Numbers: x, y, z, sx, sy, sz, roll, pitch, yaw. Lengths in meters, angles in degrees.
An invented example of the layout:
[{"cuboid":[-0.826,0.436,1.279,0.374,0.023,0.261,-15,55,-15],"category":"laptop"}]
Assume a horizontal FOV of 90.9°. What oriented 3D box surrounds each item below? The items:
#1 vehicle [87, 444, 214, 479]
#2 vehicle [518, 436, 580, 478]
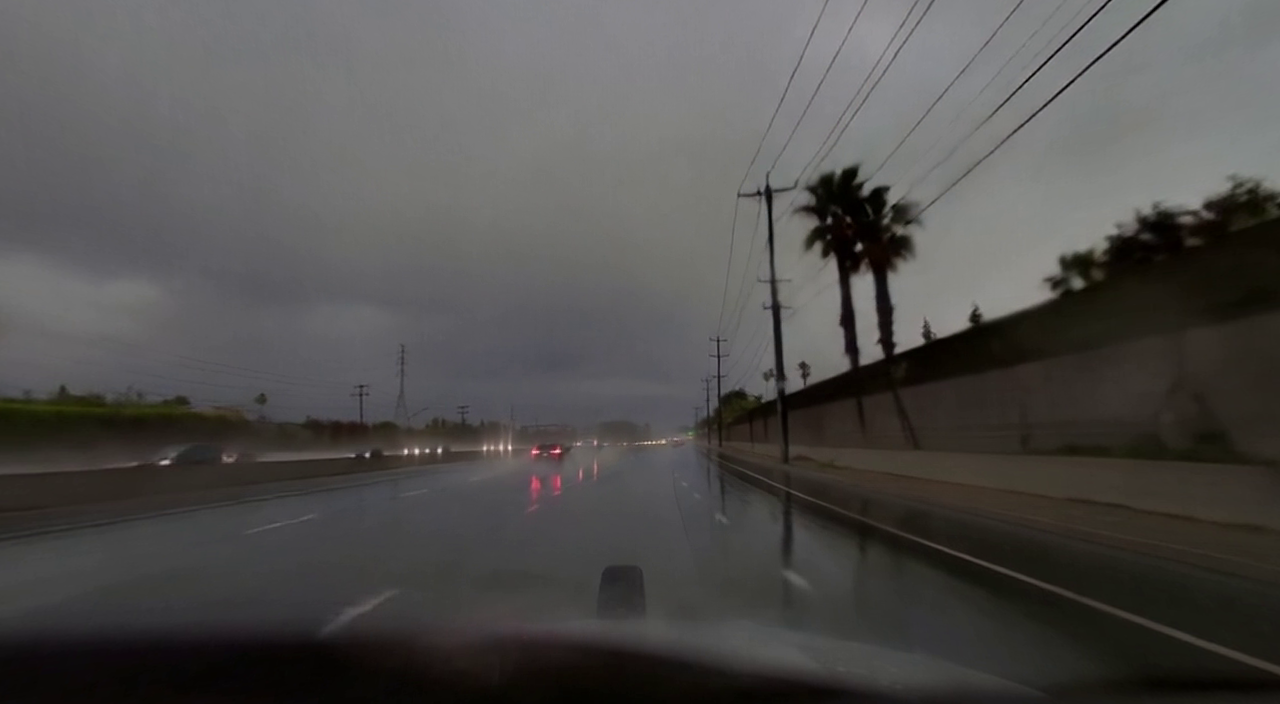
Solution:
[{"cuboid":[-24.972,5.560,32.536,2.088,1.637,5.652,0,-8,-1],"category":"vehicle"},{"cuboid":[-3.746,4.387,26.655,2.029,1.609,3.935,0,-8,0],"category":"vehicle"}]
